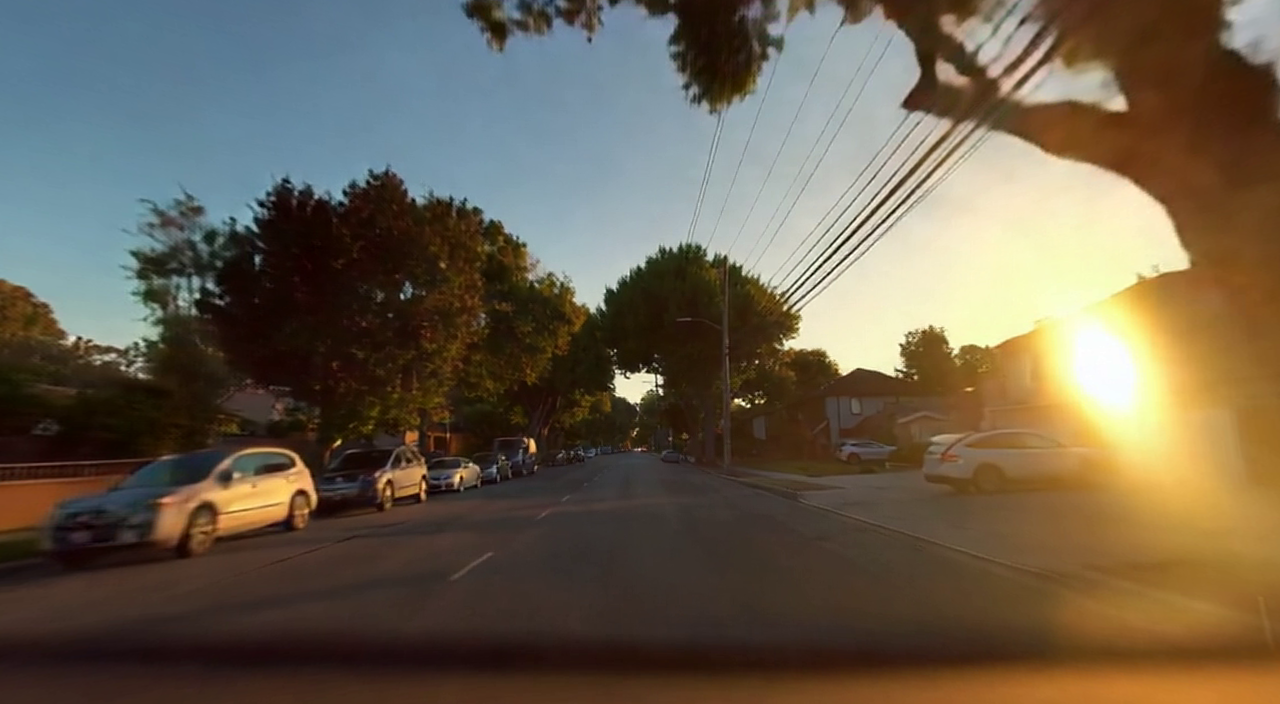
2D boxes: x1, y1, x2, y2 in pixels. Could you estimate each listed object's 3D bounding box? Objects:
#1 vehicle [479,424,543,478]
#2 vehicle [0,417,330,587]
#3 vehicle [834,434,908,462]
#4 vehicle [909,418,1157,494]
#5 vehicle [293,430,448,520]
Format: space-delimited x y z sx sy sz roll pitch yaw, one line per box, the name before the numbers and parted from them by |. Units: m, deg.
vehicle | -7.009 5.509 35.100 2.439 2.724 5.647 -1 -9 -1
vehicle | -6.645 2.005 9.212 1.922 1.801 4.516 -2 -9 0
vehicle | 15.747 6.619 43.206 4.275 1.645 1.874 -3 -11 0
vehicle | 9.819 2.627 16.097 4.979 1.769 1.943 0 -8 -1
vehicle | -6.478 3.036 15.899 1.941 1.832 4.666 -2 -10 -1
